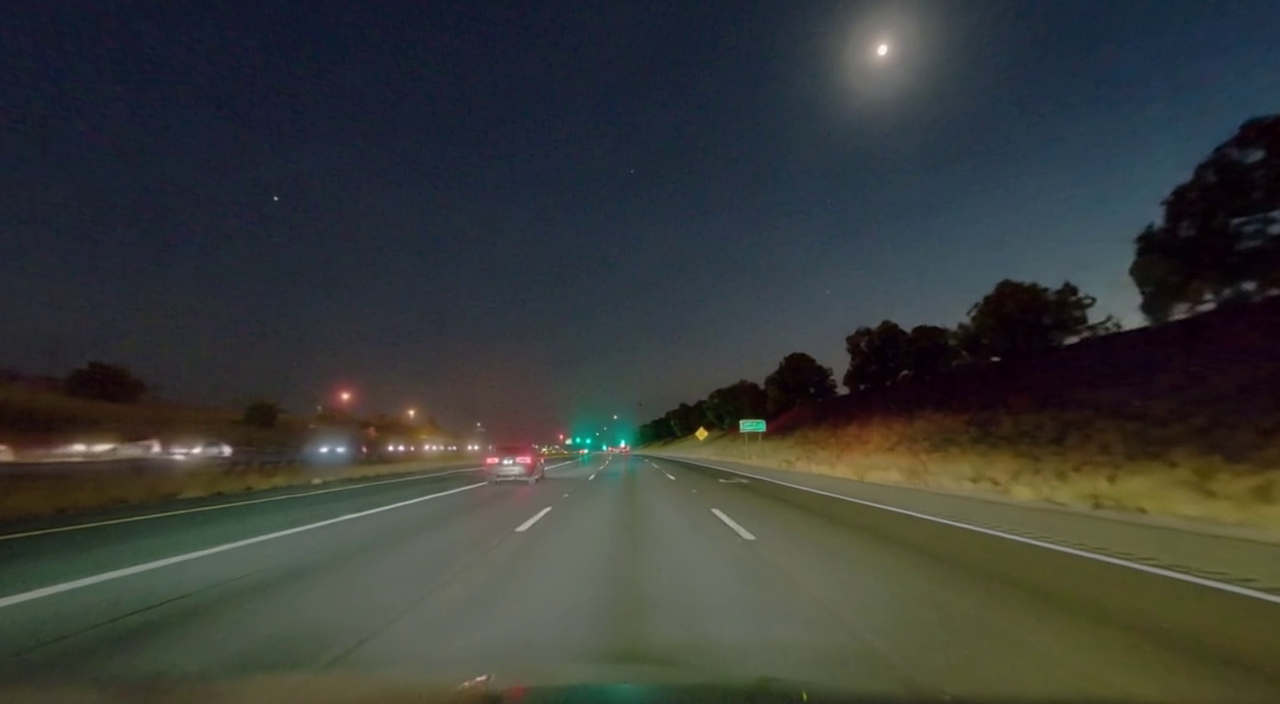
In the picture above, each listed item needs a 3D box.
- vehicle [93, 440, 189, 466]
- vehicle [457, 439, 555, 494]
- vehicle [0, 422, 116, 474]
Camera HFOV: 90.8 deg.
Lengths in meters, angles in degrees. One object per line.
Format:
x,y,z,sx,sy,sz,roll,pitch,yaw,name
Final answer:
-29.216,5.923,37.187,1.947,1.450,4.617,0,-9,-1,vehicle
-4.066,3.555,19.960,2.073,1.516,4.478,0,-9,0,vehicle
-25.087,3.943,25.894,2.364,1.914,5.744,0,-9,-1,vehicle
